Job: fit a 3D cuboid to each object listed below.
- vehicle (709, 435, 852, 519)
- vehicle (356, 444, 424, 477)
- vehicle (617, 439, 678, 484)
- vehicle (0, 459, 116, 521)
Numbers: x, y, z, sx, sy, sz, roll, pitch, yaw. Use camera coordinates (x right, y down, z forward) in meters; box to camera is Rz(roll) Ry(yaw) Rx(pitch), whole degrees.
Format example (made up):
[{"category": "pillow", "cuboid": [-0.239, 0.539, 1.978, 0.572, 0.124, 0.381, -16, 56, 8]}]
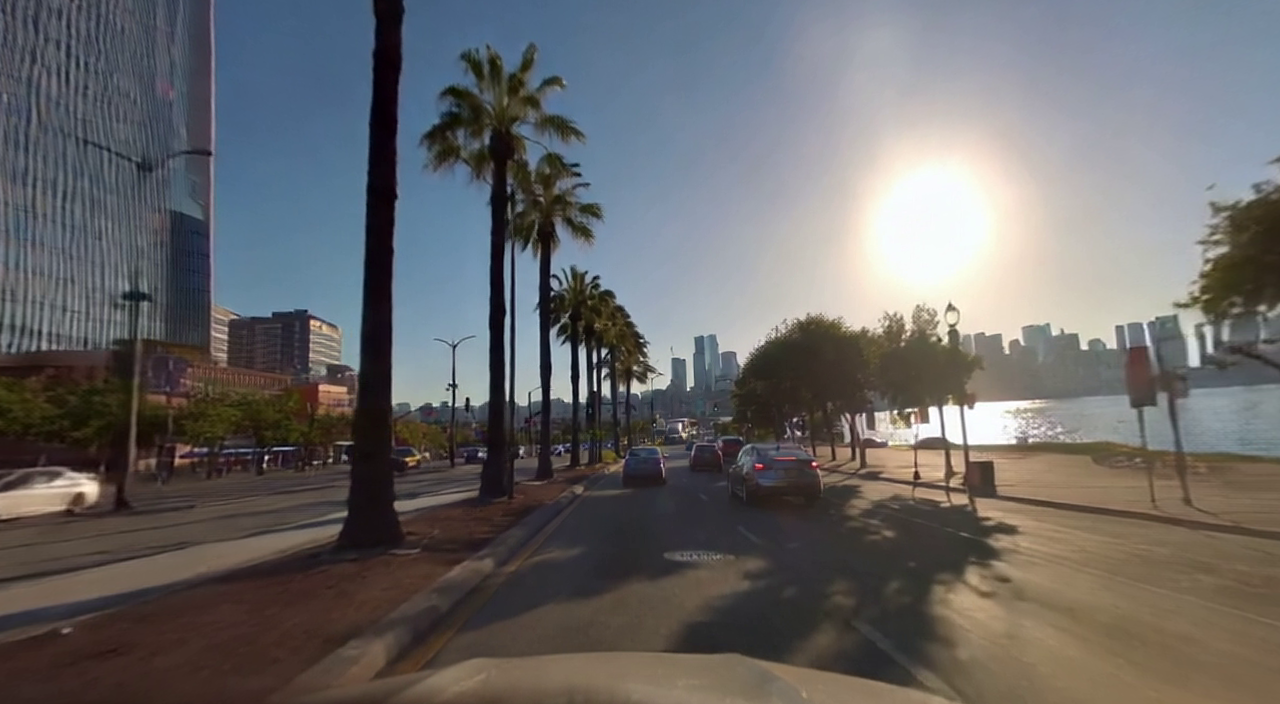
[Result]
[{"category": "vehicle", "cuboid": [2.843, 2.651, 14.037, 2.051, 1.509, 4.933, 0, -8, 0]}, {"category": "vehicle", "cuboid": [-15.461, 6.698, 39.266, 2.048, 1.830, 5.136, -1, -8, 1]}, {"category": "vehicle", "cuboid": [0.335, 3.977, 23.169, 2.077, 1.518, 3.760, -1, -8, 2]}, {"category": "vehicle", "cuboid": [-18.198, 4.018, 18.618, 1.887, 1.569, 4.014, 0, -8, 0]}]
